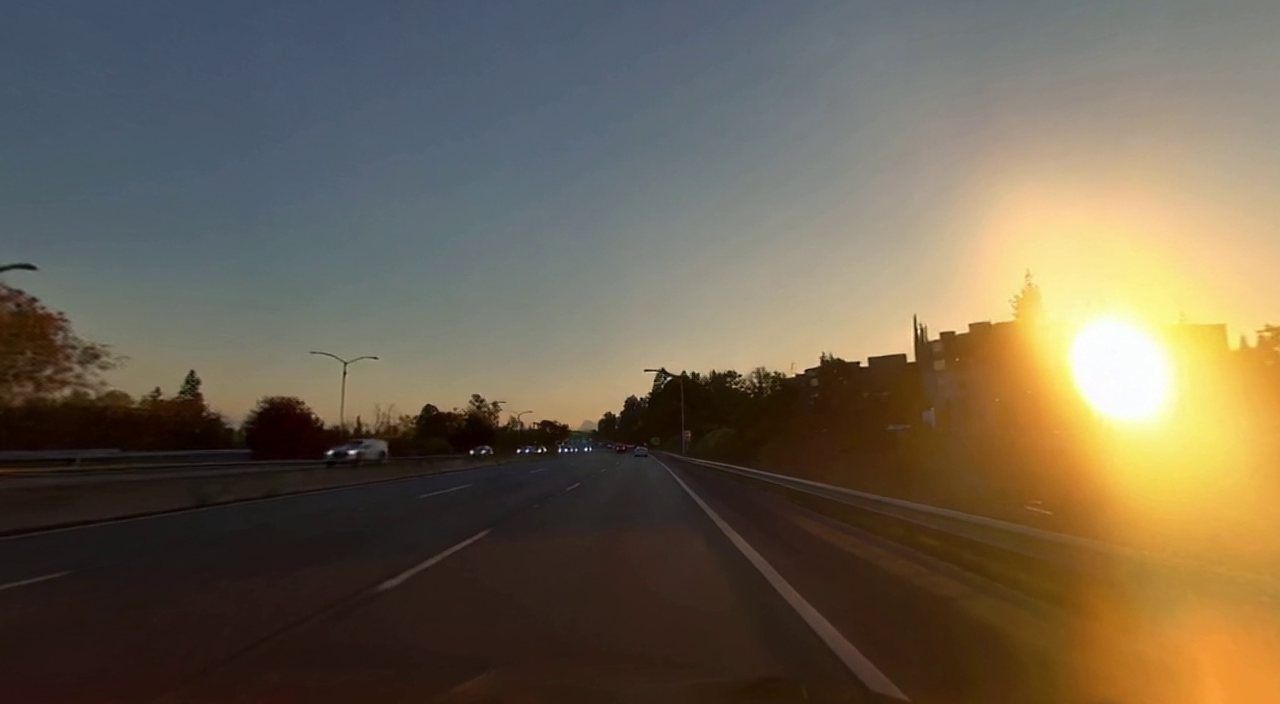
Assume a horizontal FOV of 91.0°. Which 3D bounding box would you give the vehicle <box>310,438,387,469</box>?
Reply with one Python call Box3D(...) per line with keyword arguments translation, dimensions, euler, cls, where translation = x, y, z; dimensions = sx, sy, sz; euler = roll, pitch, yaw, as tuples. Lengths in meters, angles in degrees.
Box3D(translation=(-19.518, 6.826, 42.588), dimensions=(2.296, 1.933, 5.761), euler=(0, -9, 2), cls="vehicle")
